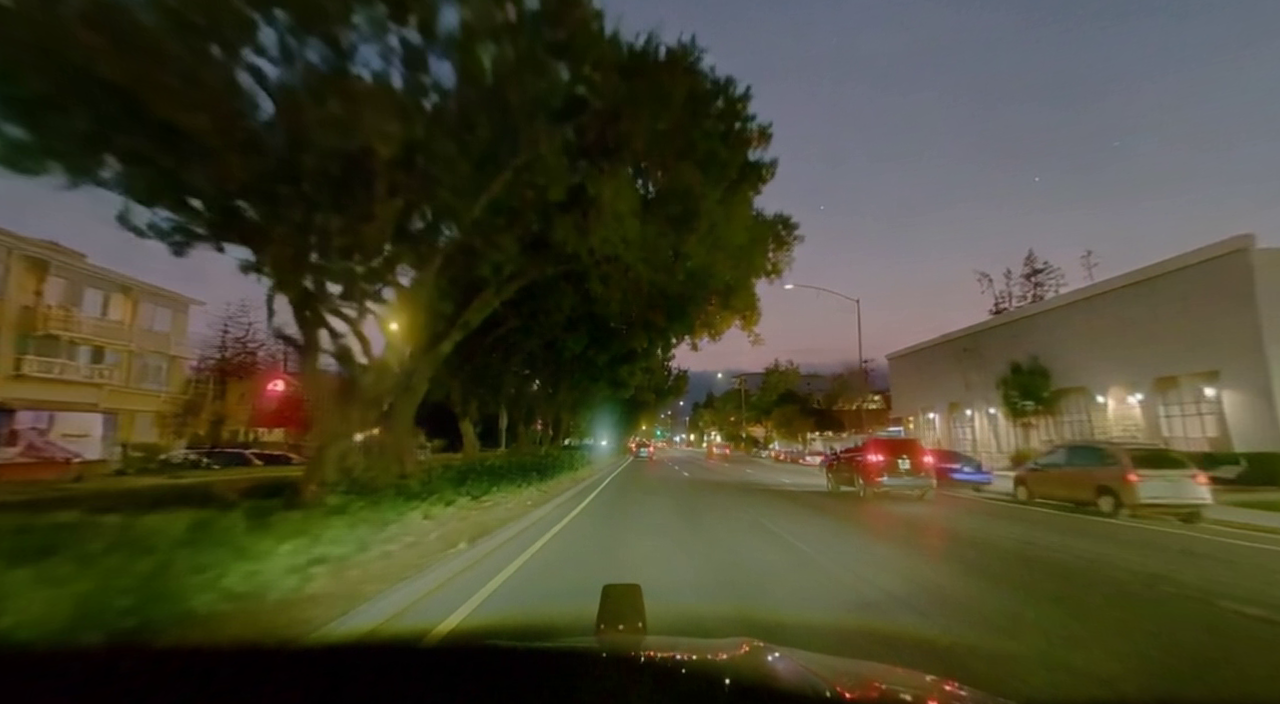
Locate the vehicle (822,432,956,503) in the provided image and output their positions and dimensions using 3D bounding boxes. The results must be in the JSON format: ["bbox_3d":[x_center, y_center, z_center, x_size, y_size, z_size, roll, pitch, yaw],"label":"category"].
[{"bbox_3d":[6.492,3.038,16.963,2.072,1.669,3.836,0,-8,1],"label":"vehicle"}]

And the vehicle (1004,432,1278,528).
[{"bbox_3d":[10.687,2.719,14.129,2.244,1.754,4.791,0,-8,1],"label":"vehicle"}]
